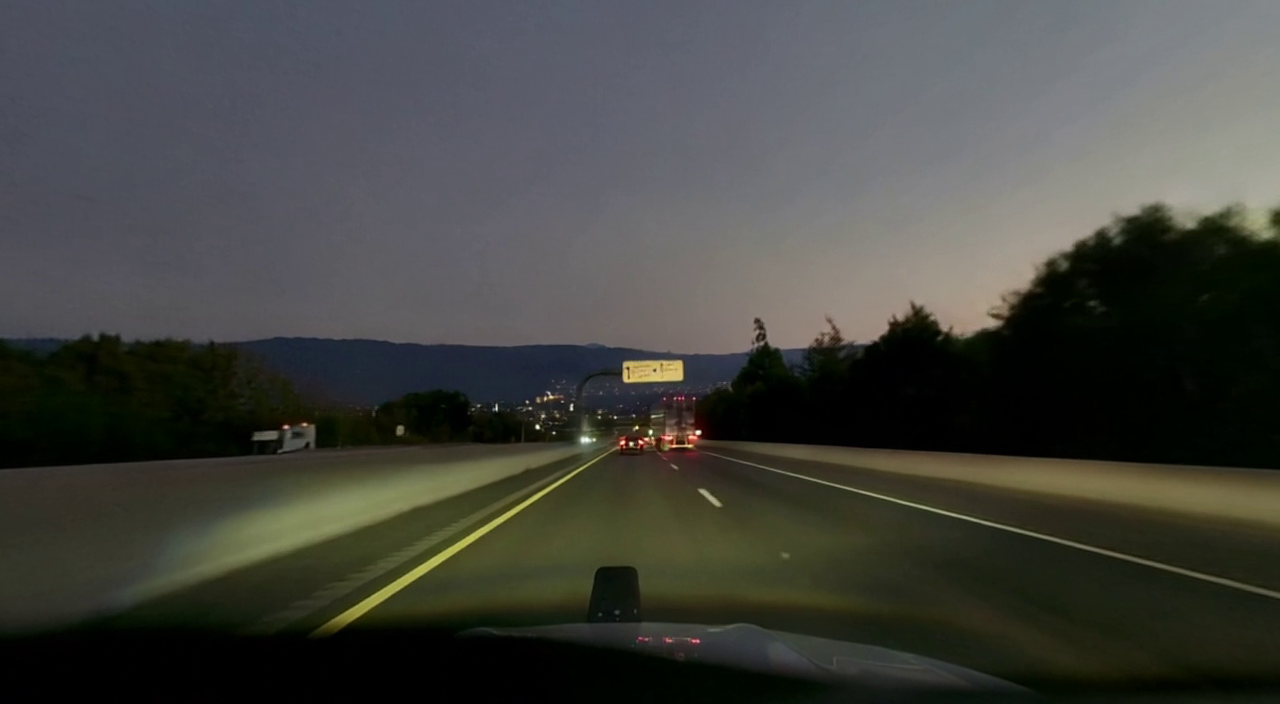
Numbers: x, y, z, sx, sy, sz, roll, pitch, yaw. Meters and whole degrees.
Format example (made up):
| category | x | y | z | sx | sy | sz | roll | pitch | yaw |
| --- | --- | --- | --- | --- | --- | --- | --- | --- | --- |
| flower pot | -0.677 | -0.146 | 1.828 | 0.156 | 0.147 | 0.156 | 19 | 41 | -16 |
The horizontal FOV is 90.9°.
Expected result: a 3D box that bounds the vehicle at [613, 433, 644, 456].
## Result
| category | x | y | z | sx | sy | sz | roll | pitch | yaw |
| --- | --- | --- | --- | --- | --- | --- | --- | --- | --- |
| vehicle | -0.803 | 6.559 | 44.870 | 2.095 | 1.557 | 3.963 | 0 | -8 | -1 |
